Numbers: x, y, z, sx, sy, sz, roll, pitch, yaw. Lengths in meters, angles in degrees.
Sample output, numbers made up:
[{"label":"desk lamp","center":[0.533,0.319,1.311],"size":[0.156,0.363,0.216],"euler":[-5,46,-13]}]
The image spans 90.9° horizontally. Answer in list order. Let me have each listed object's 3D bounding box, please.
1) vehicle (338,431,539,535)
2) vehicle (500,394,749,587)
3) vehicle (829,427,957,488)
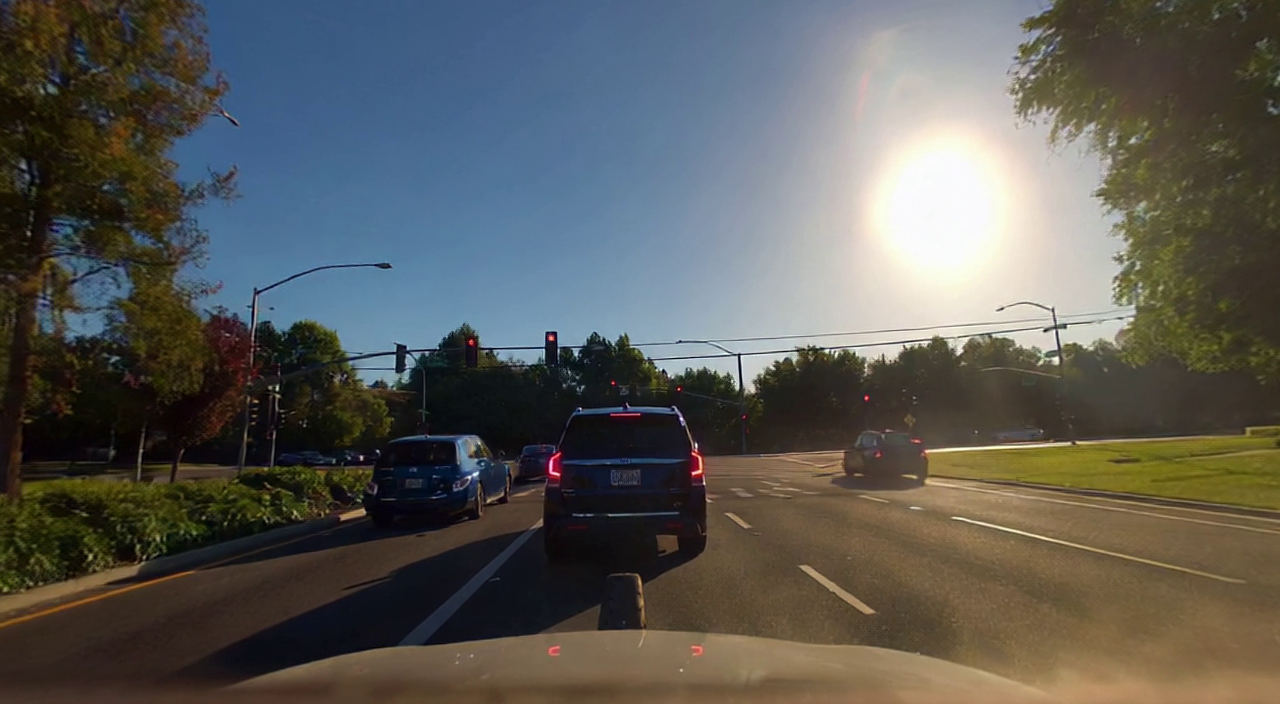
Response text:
[{"label":"vehicle","center":[-3.366,2.299,11.873],"size":[2.061,1.504,5.142],"euler":[0,-8,0]},{"label":"vehicle","center":[-0.143,1.588,7.985],"size":[2.298,1.770,4.138],"euler":[0,-8,0]},{"label":"vehicle","center":[8.044,3.404,20.657],"size":[2.166,1.761,4.692],"euler":[0,-8,-1]}]
